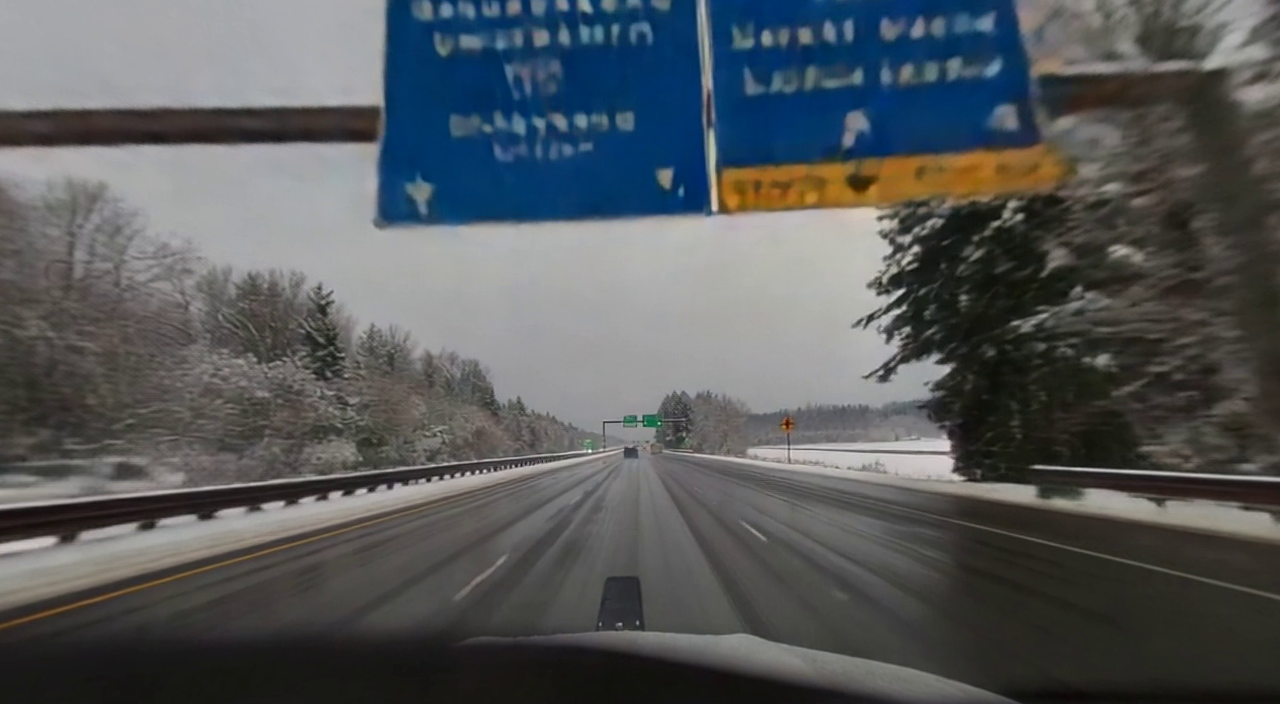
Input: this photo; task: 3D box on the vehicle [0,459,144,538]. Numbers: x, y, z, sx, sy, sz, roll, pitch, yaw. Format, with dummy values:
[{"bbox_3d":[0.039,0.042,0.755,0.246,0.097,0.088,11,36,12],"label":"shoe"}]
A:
[{"bbox_3d":[-13.288,3.012,13.287,2.159,1.438,4.323,0,-9,-1],"label":"vehicle"}]
